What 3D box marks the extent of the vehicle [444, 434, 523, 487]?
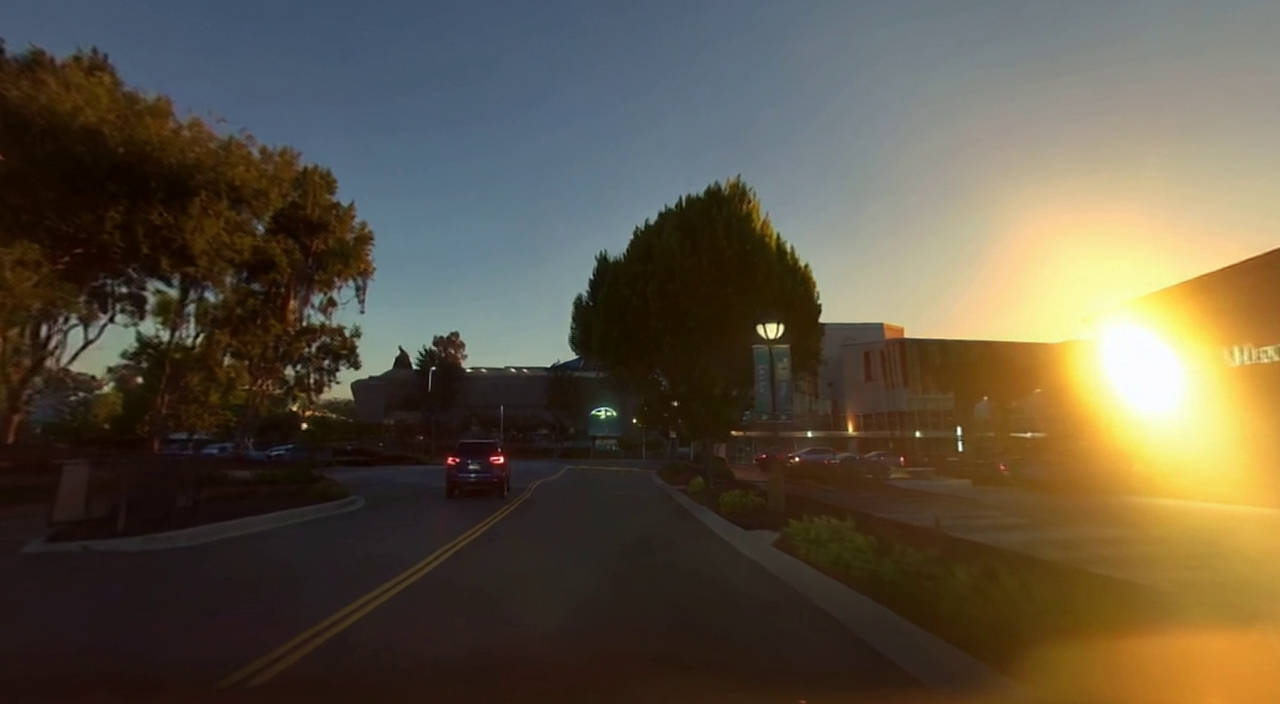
[{"bbox_3d":[-5.858,4.098,24.260,2.180,1.806,4.541,1,-9,-5],"label":"vehicle"}]
